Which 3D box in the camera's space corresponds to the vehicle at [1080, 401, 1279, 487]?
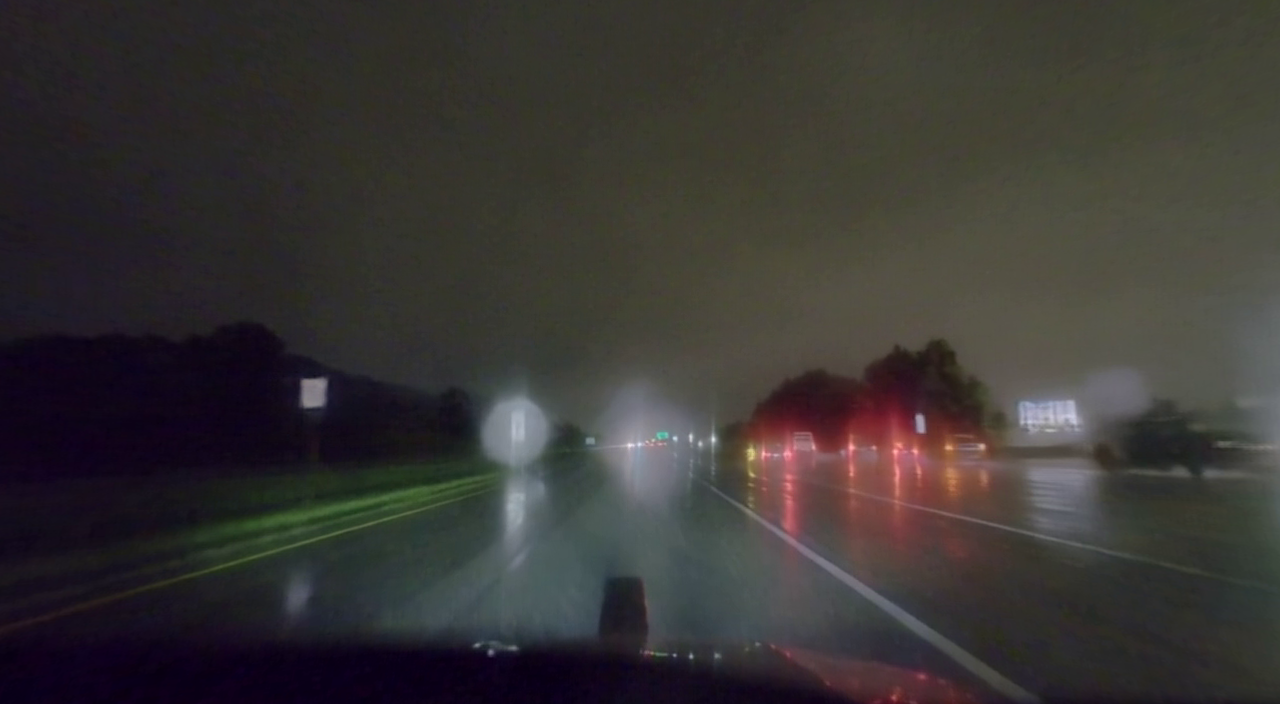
[{"bbox_3d":[27.166,4.711,32.255,2.998,3.768,8.212,0,-9,-2],"label":"vehicle"}]
